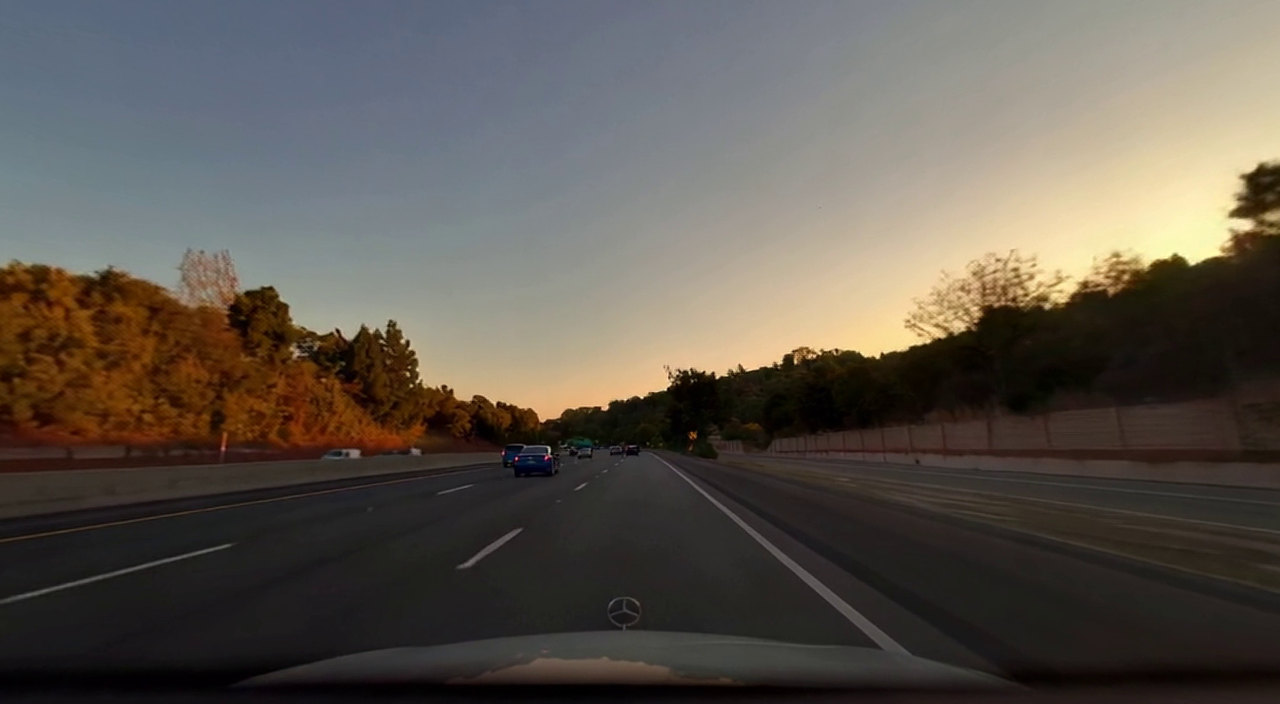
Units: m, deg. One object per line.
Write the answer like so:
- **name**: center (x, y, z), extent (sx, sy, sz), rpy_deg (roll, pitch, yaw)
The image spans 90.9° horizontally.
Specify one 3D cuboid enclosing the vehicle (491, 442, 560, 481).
- **vehicle**: center (-4.851, 4.711, 27.489), extent (2.081, 1.514, 4.943), rpy_deg (0, -8, 0)
